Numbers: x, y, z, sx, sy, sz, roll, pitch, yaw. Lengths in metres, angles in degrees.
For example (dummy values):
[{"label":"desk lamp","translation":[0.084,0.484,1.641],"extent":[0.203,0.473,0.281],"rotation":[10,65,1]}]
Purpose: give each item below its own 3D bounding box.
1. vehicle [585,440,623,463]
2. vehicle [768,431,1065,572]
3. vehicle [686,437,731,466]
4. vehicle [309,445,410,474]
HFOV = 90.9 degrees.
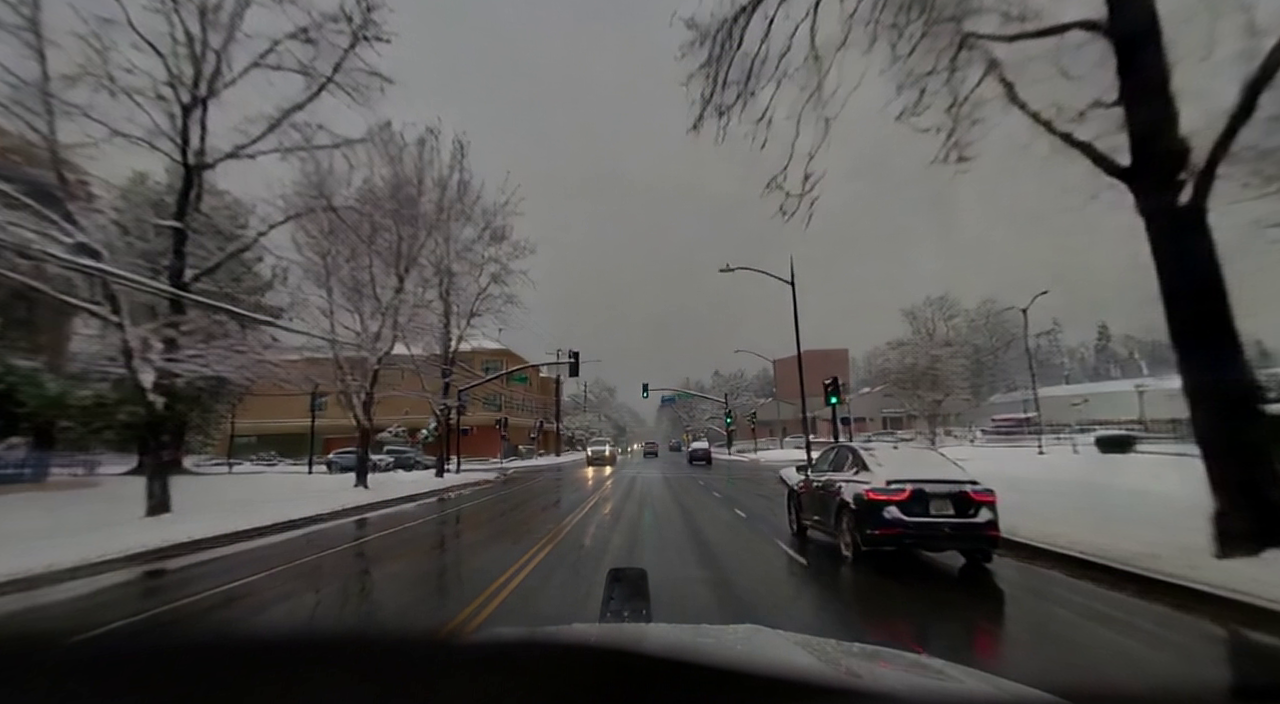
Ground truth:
[{"label":"vehicle","translation":[-2.701,7.711,48.936],"extent":[2.519,1.689,5.200],"rotation":[0,-9,1]},{"label":"vehicle","translation":[3.428,1.963,9.143],"extent":[2.072,1.471,4.834],"rotation":[0,-9,-1]},{"label":"vehicle","translation":[3.875,5.783,36.562],"extent":[2.035,1.564,4.719],"rotation":[0,-9,-1]},{"label":"vehicle","translation":[-17.601,6.748,39.745],"extent":[5.361,1.767,2.179],"rotation":[-1,-9,5]}]
